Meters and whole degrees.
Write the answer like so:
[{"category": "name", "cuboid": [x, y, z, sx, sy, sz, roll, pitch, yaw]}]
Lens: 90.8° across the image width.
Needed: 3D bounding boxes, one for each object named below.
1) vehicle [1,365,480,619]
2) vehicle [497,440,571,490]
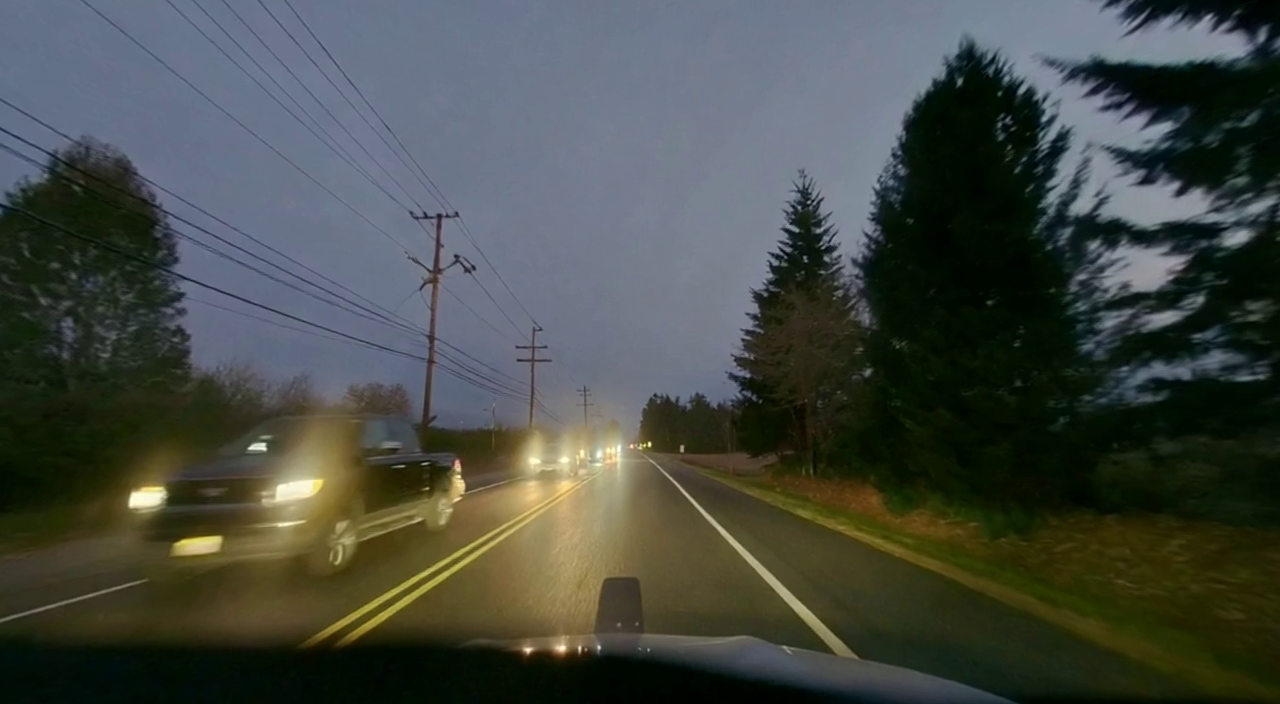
[{"category": "vehicle", "cuboid": [-4.378, 1.667, 8.812, 2.908, 2.204, 5.985, -2, -8, -2]}, {"category": "vehicle", "cuboid": [-4.087, 4.389, 25.078, 2.238, 1.674, 4.657, -2, -8, -2]}]
